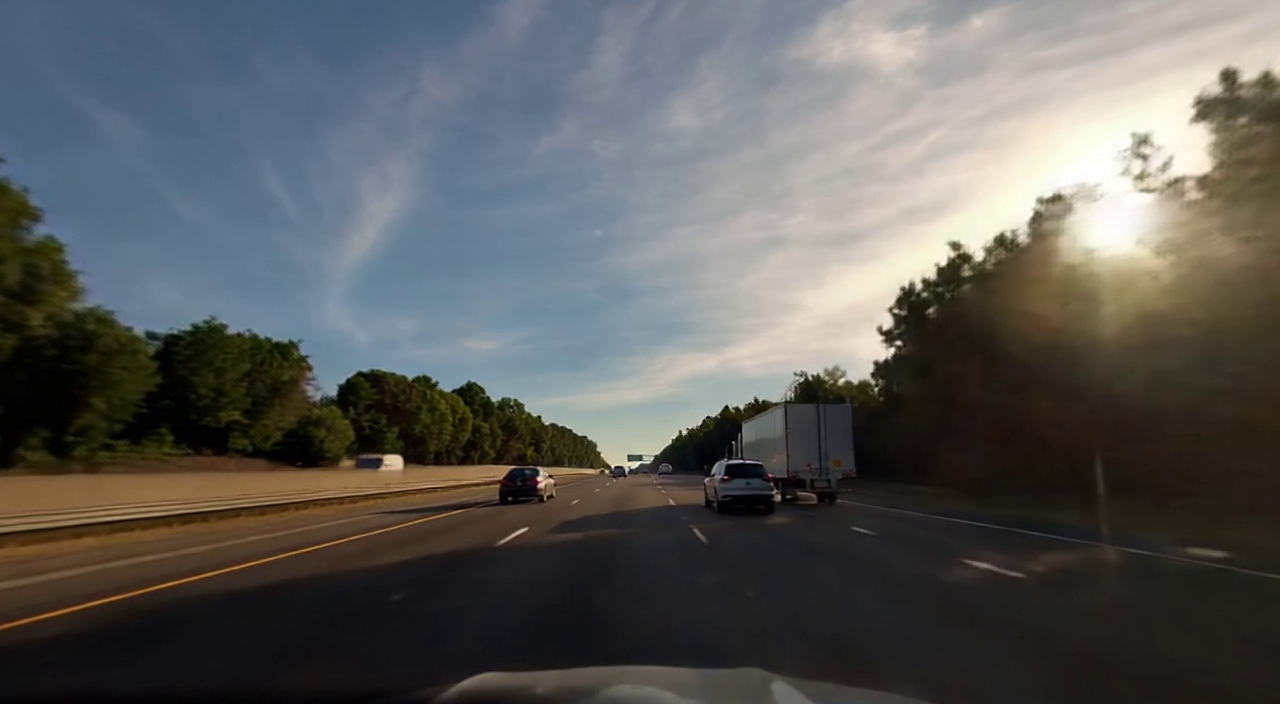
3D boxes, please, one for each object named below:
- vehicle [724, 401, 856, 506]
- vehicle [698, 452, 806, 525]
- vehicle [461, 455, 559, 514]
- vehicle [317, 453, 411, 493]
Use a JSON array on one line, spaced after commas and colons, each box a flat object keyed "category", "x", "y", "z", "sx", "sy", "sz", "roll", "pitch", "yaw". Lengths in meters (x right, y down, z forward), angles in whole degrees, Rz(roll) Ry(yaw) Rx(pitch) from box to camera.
[{"category": "vehicle", "x": 7.151, "y": 5.600, "z": 33.845, "sx": 2.883, "sy": 4.151, "sz": 17.144, "roll": 1, "pitch": -10, "yaw": 0}, {"category": "vehicle", "x": 2.886, "y": 3.678, "z": 17.309, "sx": 2.050, "sy": 1.708, "sz": 4.457, "roll": 1, "pitch": -10, "yaw": -1}, {"category": "vehicle", "x": -3.812, "y": 3.973, "z": 19.175, "sx": 2.025, "sy": 1.547, "sz": 4.150, "roll": 1, "pitch": -10, "yaw": 1}, {"category": "vehicle", "x": -12.093, "y": 5.340, "z": 27.926, "sx": 1.999, "sy": 1.570, "sz": 4.653, "roll": 1, "pitch": -10, "yaw": 0}]
